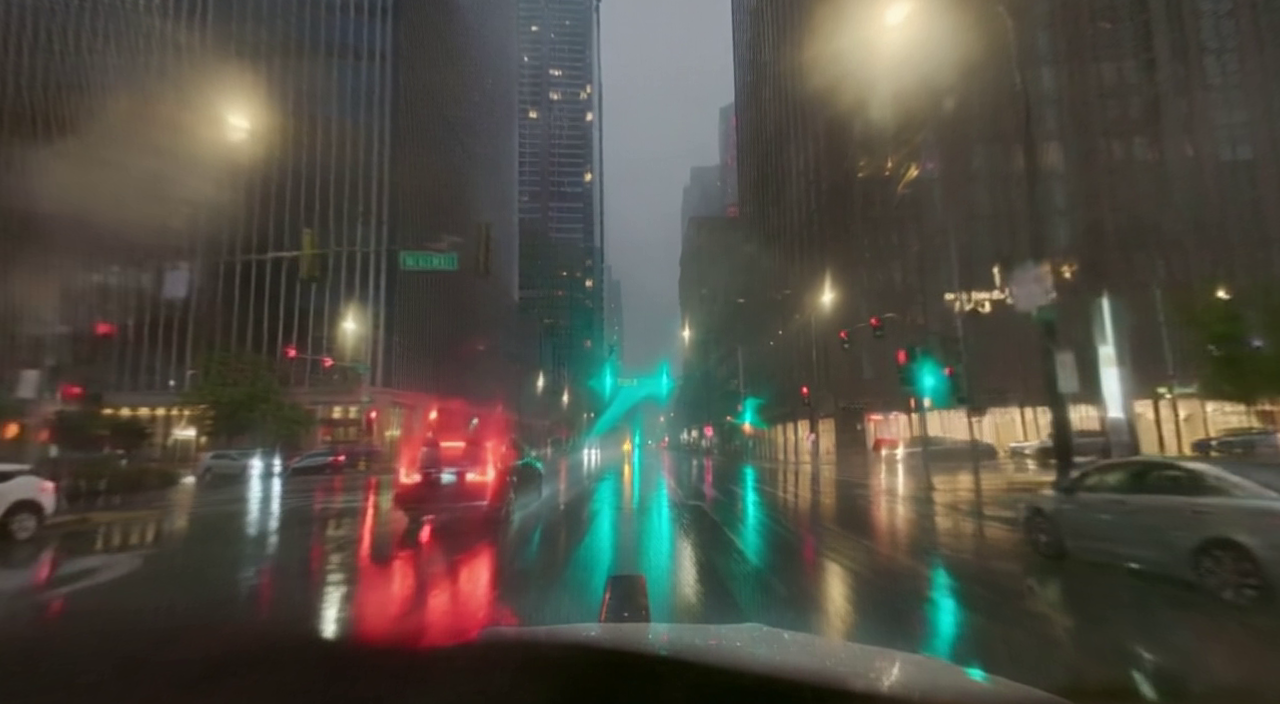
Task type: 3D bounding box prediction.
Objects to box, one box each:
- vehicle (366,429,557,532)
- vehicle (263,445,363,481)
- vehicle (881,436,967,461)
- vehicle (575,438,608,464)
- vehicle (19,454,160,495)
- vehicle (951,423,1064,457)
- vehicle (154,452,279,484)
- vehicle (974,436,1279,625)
[{"bbox_3d":[-2.915,2.217,11.586,2.014,1.480,4.780,0,-8,1],"label":"vehicle"},{"bbox_3d":[-21.403,7.271,41.471,5.283,1.959,2.453,-3,-7,-1],"label":"vehicle"},{"bbox_3d":[17.377,5.911,38.722,4.293,1.495,1.935,0,-8,-1],"label":"vehicle"},{"bbox_3d":[-3.762,7.803,49.730,2.176,1.804,4.740,-3,-9,0],"label":"vehicle"},{"bbox_3d":[-25.113,5.589,28.866,4.599,1.429,2.031,-4,-7,0],"label":"vehicle"},{"bbox_3d":[20.328,4.916,35.011,4.827,1.817,2.190,0,-8,0],"label":"vehicle"},{"bbox_3d":[-21.590,5.934,32.310,4.791,1.506,2.244,0,-8,0],"label":"vehicle"},{"bbox_3d":[5.890,1.675,6.808,1.929,1.464,4.494,0,-8,-3],"label":"vehicle"}]
